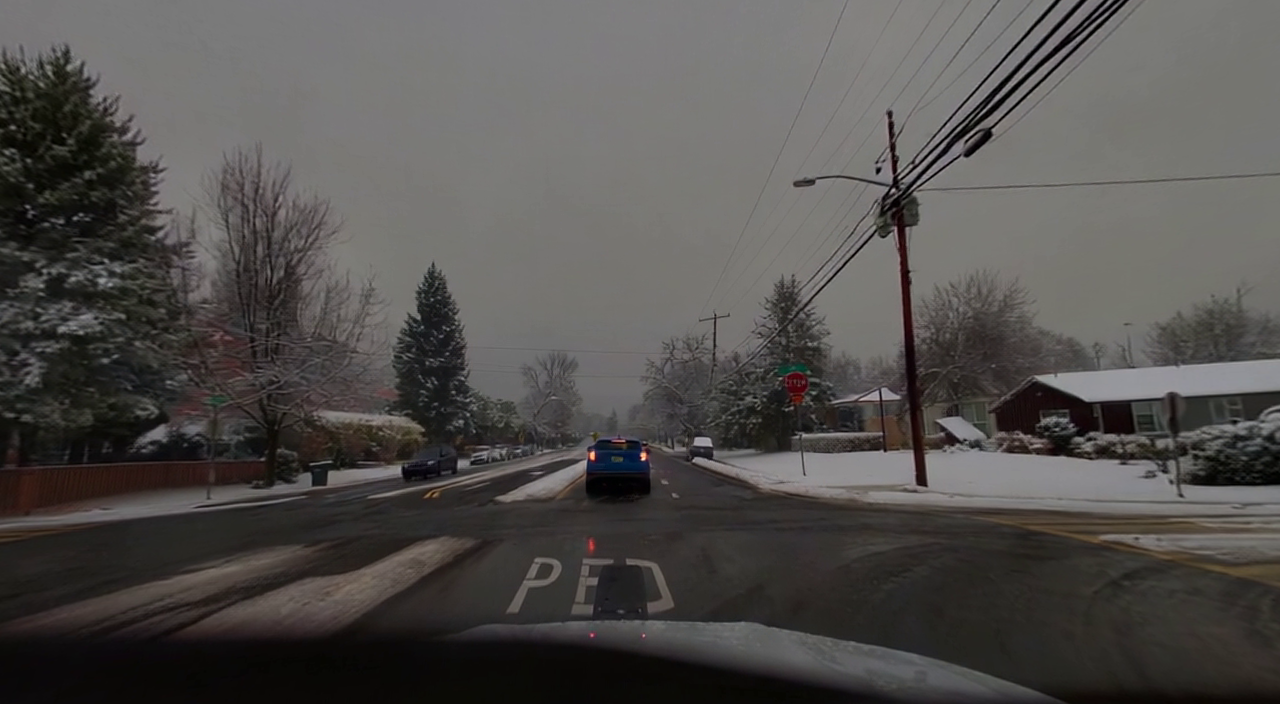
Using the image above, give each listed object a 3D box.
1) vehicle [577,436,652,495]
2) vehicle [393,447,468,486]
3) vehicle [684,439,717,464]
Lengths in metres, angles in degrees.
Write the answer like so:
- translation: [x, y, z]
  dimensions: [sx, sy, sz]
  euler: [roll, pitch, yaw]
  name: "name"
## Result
- translation: [-0.662, 3.106, 17.657]
  dimensions: [1.877, 1.448, 3.830]
  euler: [0, -8, -1]
  name: "vehicle"
- translation: [-8.716, 4.767, 26.645]
  dimensions: [1.934, 1.506, 4.032]
  euler: [0, -8, -3]
  name: "vehicle"
- translation: [4.440, 7.407, 47.091]
  dimensions: [2.101, 1.744, 4.466]
  euler: [0, -8, 1]
  name: "vehicle"
